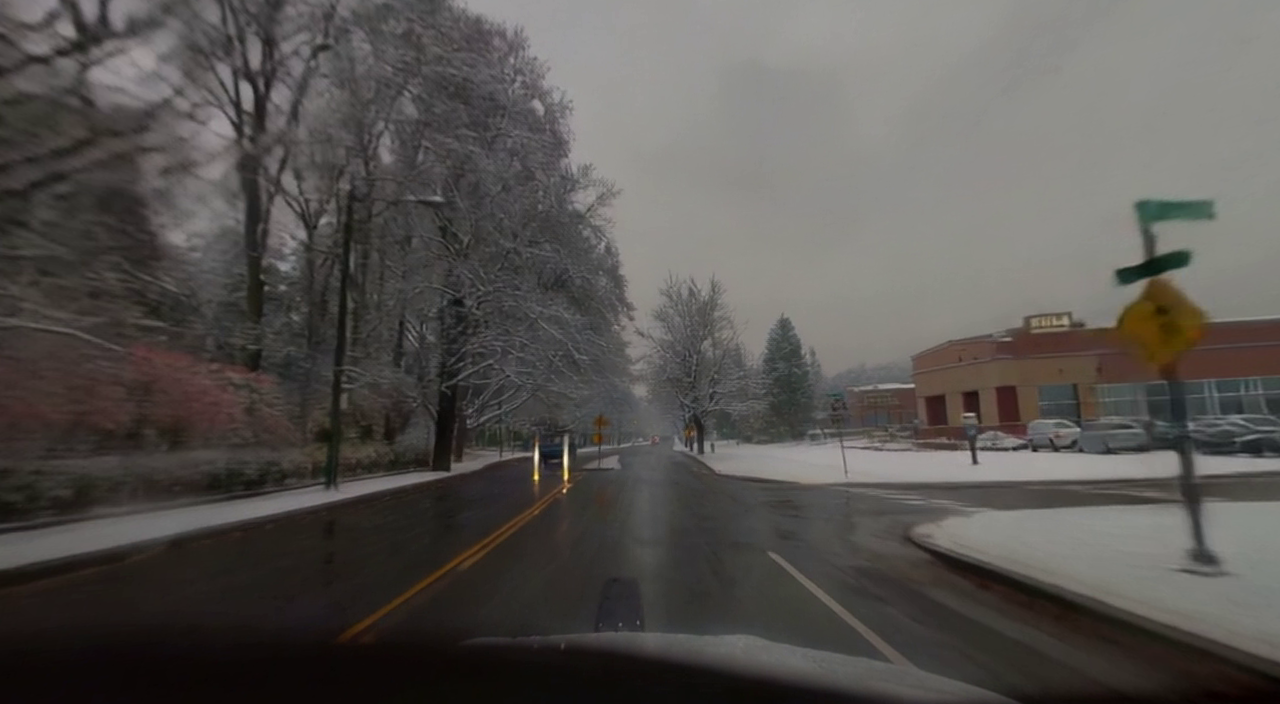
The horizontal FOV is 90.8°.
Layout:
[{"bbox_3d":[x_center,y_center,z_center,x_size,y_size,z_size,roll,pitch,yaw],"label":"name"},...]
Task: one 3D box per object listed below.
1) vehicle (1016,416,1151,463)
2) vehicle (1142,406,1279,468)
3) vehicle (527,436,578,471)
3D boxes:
[{"bbox_3d":[20.643,4.130,29.595,4.593,1.776,2.094,-4,-9,0],"label":"vehicle"},{"bbox_3d":[20.735,2.916,21.979,4.526,1.840,2.161,-4,-9,0],"label":"vehicle"},{"bbox_3d":[-5.274,6.172,38.733,2.252,1.936,5.538,-1,-8,1],"label":"vehicle"}]
